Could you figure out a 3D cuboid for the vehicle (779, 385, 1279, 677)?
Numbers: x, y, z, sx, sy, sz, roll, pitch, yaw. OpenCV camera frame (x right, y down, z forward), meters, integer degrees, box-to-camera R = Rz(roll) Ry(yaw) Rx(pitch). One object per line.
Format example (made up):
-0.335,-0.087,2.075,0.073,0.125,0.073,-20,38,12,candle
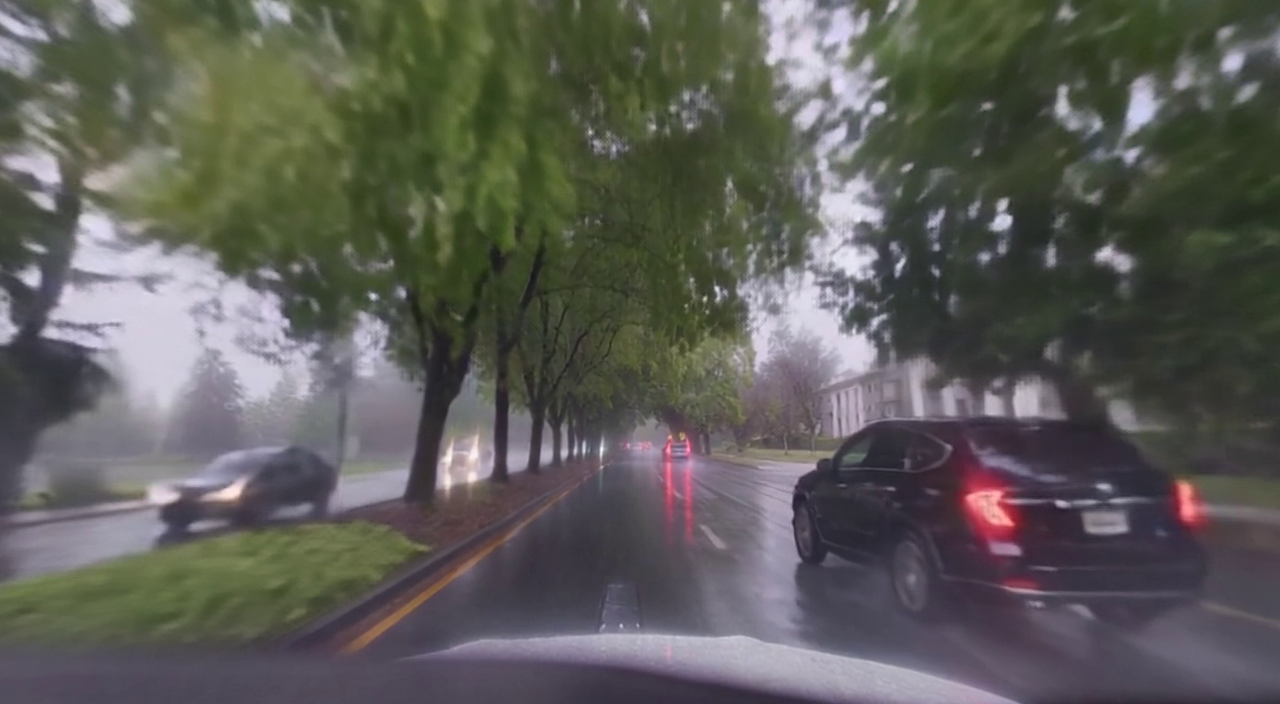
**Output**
2.895,1.322,5.826,2.066,1.603,4.475,0,-9,-2,vehicle

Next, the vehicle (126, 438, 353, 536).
-8.132,2.738,13.470,1.973,1.701,4.338,0,-9,0,vehicle

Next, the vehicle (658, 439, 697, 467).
2.365,6.484,40.700,2.164,1.725,4.285,0,-9,-1,vehicle
